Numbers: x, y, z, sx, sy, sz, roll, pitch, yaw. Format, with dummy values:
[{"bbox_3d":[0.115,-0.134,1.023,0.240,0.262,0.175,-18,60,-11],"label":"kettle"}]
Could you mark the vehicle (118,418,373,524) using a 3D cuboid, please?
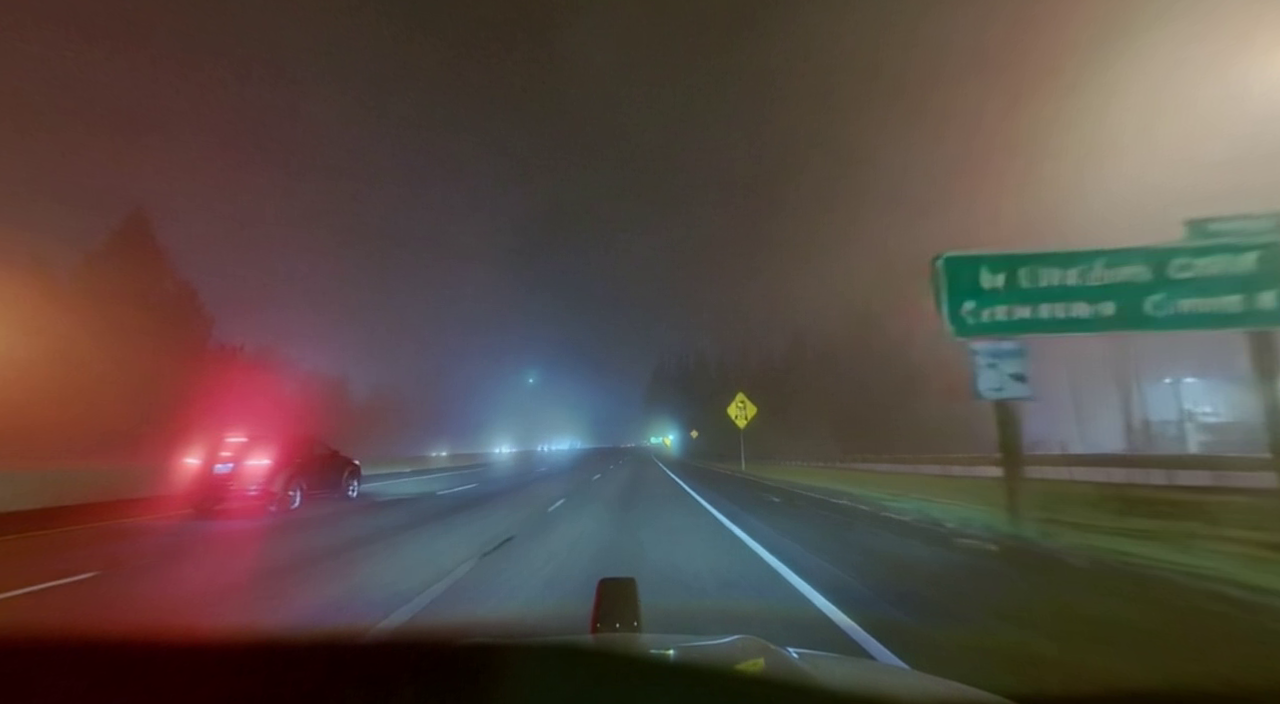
[{"bbox_3d":[-7.815,2.405,13.307,2.231,1.807,4.758,0,-8,0],"label":"vehicle"}]
